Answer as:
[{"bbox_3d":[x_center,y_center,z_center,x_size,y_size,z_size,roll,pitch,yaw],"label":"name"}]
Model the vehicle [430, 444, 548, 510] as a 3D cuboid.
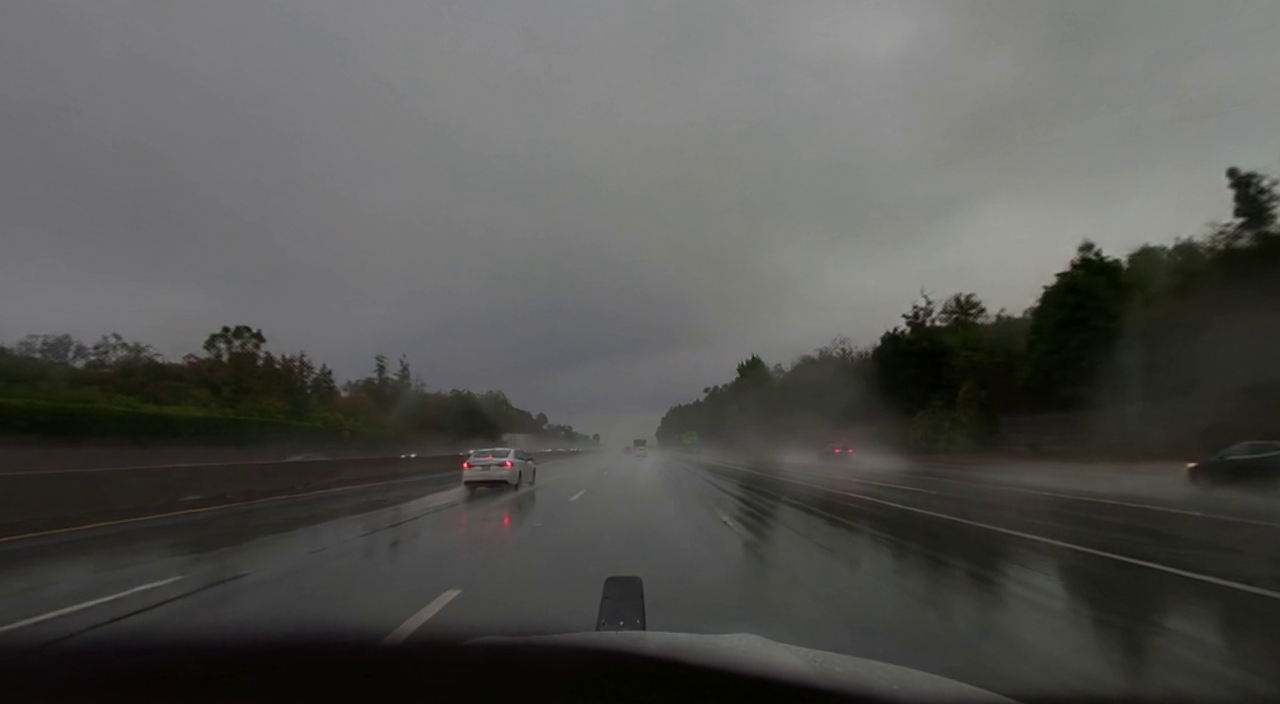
[{"bbox_3d":[-3.687,3.127,16.299,1.873,1.438,4.546,-1,-9,1],"label":"vehicle"}]
